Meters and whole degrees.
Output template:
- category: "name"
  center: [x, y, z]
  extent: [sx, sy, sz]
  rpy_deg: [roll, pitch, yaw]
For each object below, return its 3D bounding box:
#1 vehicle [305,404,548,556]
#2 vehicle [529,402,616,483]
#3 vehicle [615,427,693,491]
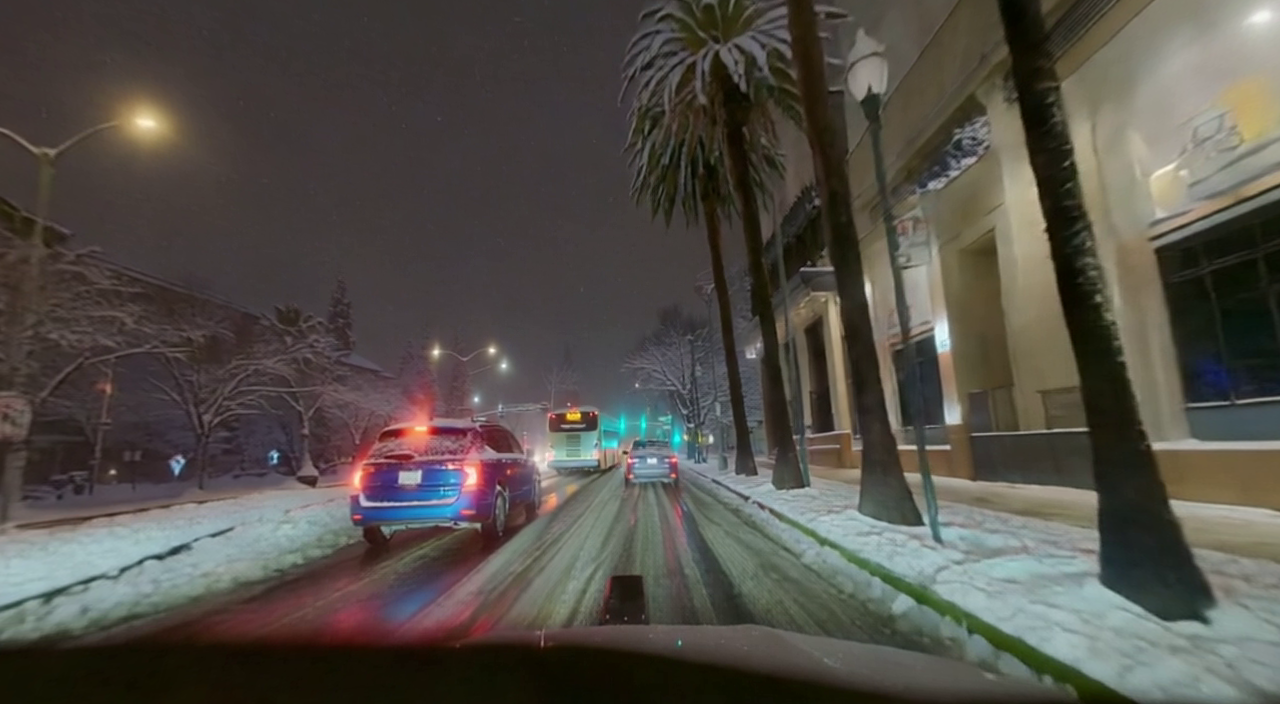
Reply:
- category: "vehicle"
  center: [-2.894, 1.868, 9.906]
  extent: [2.124, 1.799, 4.587]
  rpy_deg: [0, -8, 1]
- category: "vehicle"
  center: [-2.714, 4.049, 28.200]
  extent: [2.775, 3.064, 8.297]
  rpy_deg: [-1, -8, 2]
- category: "vehicle"
  center: [0.385, 3.229, 19.271]
  extent: [2.120, 1.727, 3.917]
  rpy_deg: [0, -8, 0]
